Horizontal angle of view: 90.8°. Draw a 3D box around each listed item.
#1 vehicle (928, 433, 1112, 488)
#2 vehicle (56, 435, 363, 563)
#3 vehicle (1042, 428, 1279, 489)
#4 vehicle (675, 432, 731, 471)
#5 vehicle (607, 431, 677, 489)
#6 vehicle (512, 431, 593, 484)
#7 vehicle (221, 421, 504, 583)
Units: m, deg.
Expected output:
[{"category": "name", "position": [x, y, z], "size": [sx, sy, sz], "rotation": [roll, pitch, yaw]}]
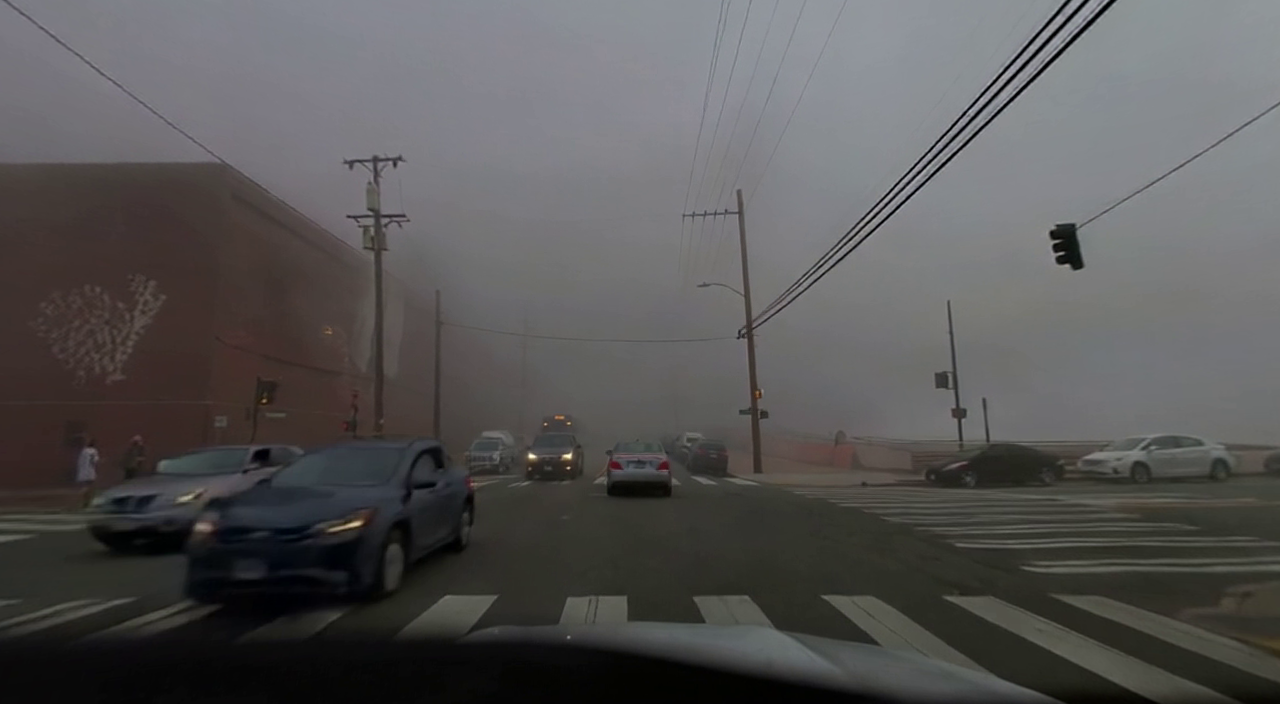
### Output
[{"category": "vehicle", "position": [12.070, 3.481, 20.365], "size": [4.576, 1.650, 1.980], "rotation": [-1, -9, 2]}, {"category": "vehicle", "position": [-7.019, 2.389, 11.268], "size": [1.892, 1.706, 5.224], "rotation": [0, -9, -1]}, {"category": "vehicle", "position": [14.239, 2.887, 17.252], "size": [5.045, 1.527, 2.107], "rotation": [0, -9, -1]}, {"category": "vehicle", "position": [2.944, 4.824, 30.628], "size": [2.171, 1.751, 4.373], "rotation": [0, -9, -1]}, {"category": "vehicle", "position": [0.017, 3.681, 21.876], "size": [2.190, 1.783, 4.048], "rotation": [0, -9, -1]}, {"category": "vehicle", "position": [-3.464, 4.357, 26.306], "size": [2.474, 1.926, 5.823], "rotation": [0, -9, 1]}, {"category": "vehicle", "position": [-3.327, 1.867, 8.636], "size": [2.055, 1.660, 3.954], "rotation": [0, -9, 0]}]
